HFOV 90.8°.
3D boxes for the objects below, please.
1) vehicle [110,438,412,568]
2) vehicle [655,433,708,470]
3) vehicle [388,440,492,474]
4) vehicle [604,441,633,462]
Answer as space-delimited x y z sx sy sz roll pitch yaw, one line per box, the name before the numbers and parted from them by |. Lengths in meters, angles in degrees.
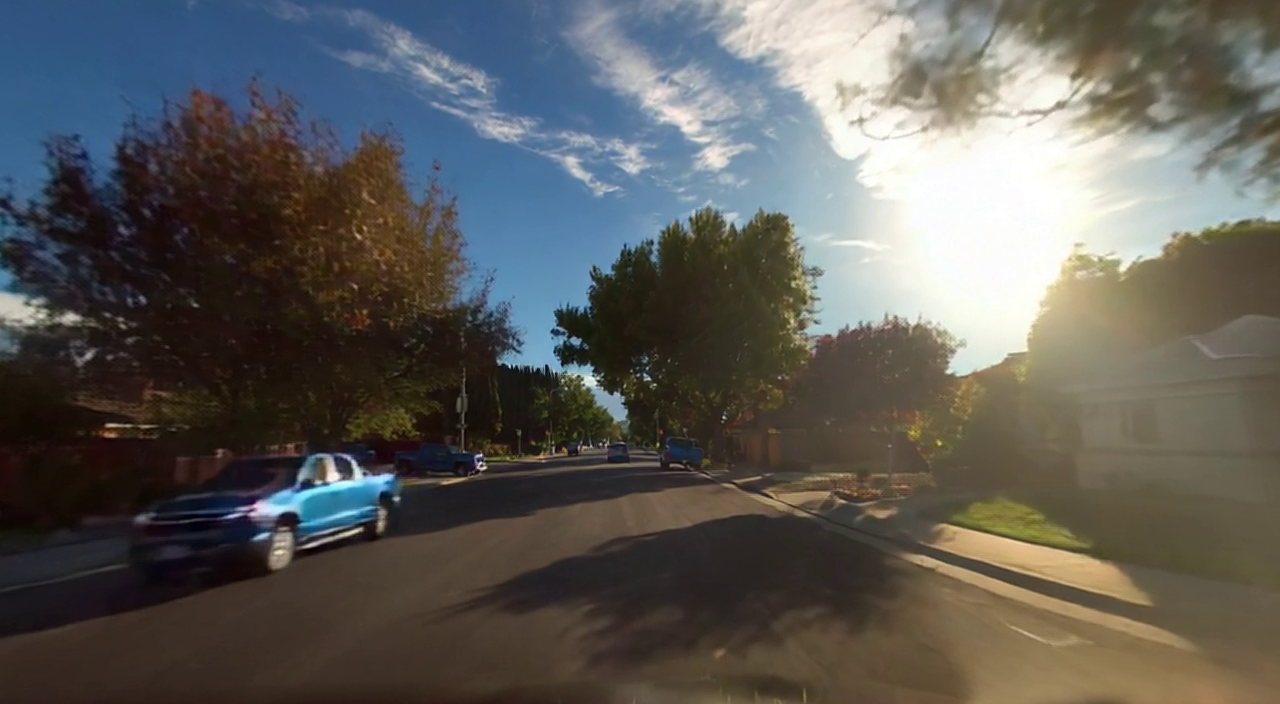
vehicle | -5.263 2.101 9.641 1.926 1.513 4.236 0 -8 1
vehicle | 2.224 5.579 35.557 2.394 1.901 5.759 0 -8 -2
vehicle | -10.777 5.676 34.304 4.947 1.769 2.023 0 -8 0
vehicle | -1.595 7.456 47.398 2.064 1.477 3.968 0 -8 -1
